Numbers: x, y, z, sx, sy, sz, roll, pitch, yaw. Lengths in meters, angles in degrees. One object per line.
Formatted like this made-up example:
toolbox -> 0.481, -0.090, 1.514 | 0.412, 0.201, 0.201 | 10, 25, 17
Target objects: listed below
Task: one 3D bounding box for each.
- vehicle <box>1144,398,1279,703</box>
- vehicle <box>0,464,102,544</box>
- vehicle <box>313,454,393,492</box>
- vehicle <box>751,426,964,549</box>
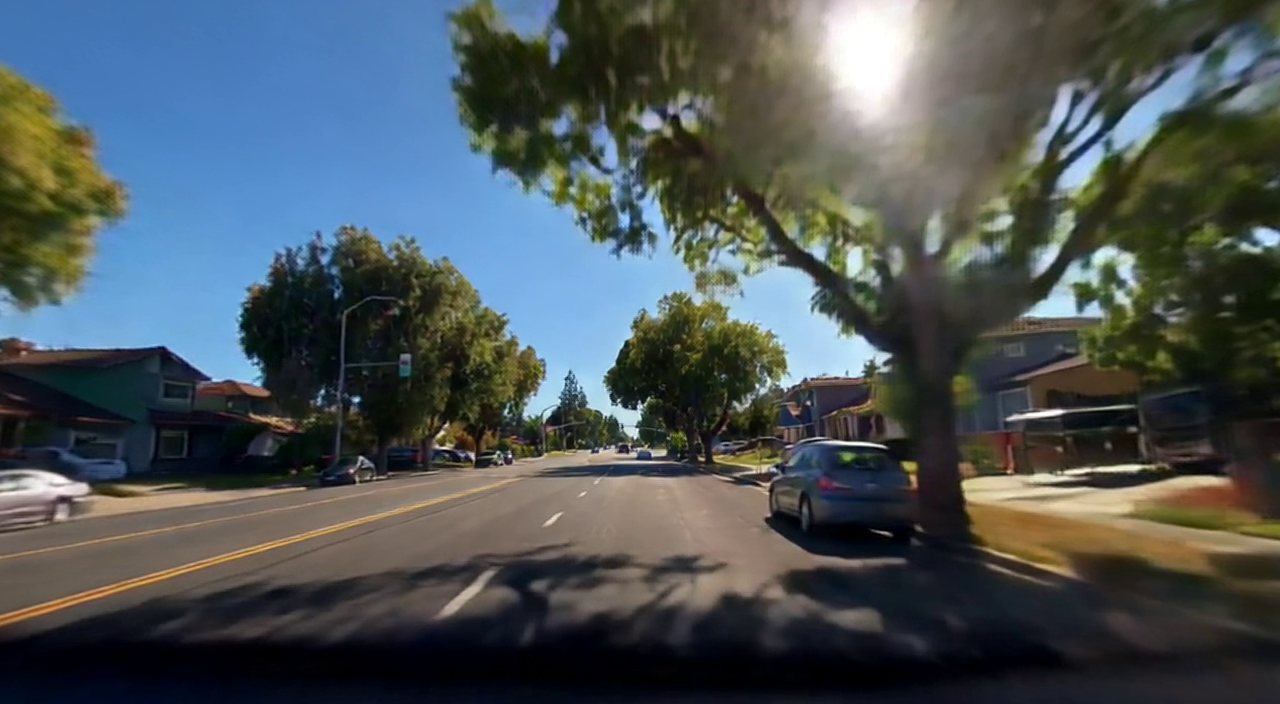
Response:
vehicle -> 3.447, 0.639, 0.278 | 2.034, 1.551, 5.272 | 0, -9, -1
vehicle -> -13.809, 3.082, 12.669 | 2.021, 1.513, 4.568 | 0, -9, -1
vehicle -> -13.934, 5.856, 30.983 | 1.876, 1.495, 4.647 | -4, -9, -2
vehicle -> 3.428, 2.227, 11.100 | 2.078, 1.679, 4.562 | 0, -9, 0
